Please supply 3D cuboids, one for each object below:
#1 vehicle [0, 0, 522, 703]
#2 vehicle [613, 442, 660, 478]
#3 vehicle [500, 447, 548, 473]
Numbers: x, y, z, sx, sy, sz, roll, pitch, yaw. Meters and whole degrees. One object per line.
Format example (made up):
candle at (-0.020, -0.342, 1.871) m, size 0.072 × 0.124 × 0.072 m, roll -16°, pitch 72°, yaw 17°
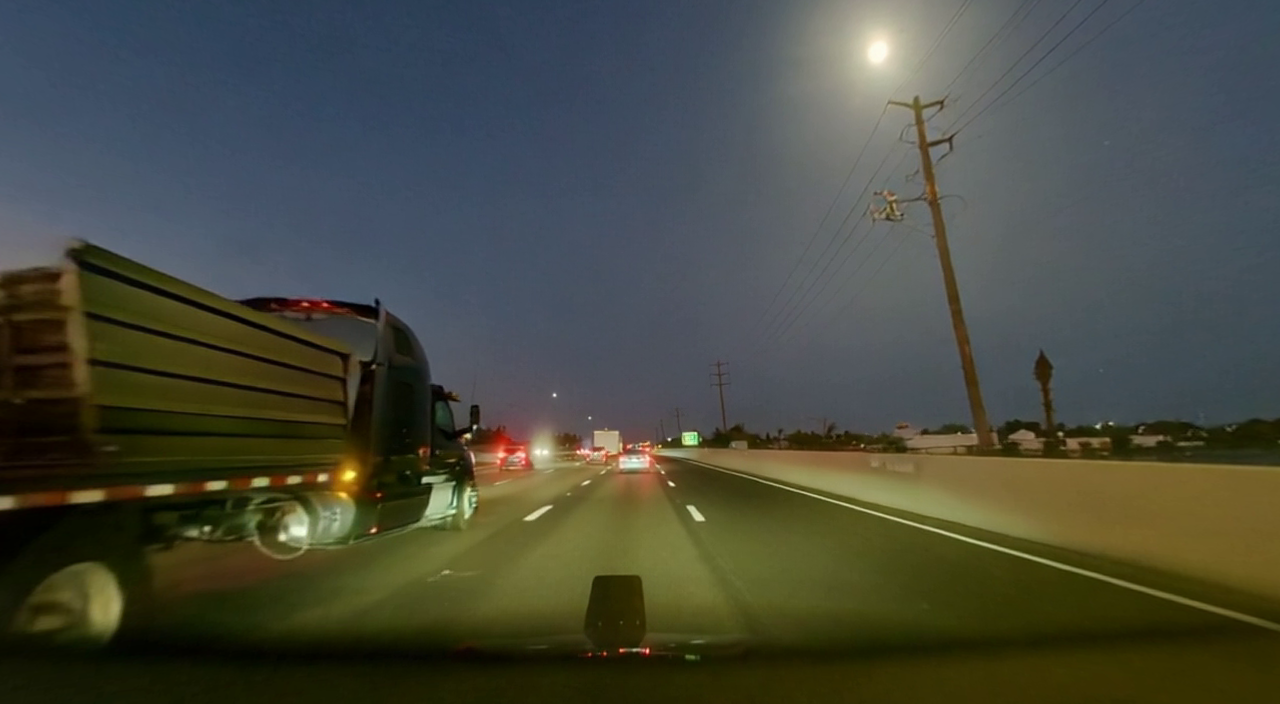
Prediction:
vehicle at (-3.542, 0.626, 5.615) m, size 3.023 × 3.246 × 9.102 m, roll 0°, pitch -9°, yaw 1°
vehicle at (-0.149, 5.280, 30.976) m, size 2.178 × 1.640 × 4.071 m, roll 0°, pitch -9°, yaw 0°
vehicle at (-7.008, 6.552, 38.435) m, size 2.025 × 1.510 × 4.582 m, roll 0°, pitch -9°, yaw 1°
